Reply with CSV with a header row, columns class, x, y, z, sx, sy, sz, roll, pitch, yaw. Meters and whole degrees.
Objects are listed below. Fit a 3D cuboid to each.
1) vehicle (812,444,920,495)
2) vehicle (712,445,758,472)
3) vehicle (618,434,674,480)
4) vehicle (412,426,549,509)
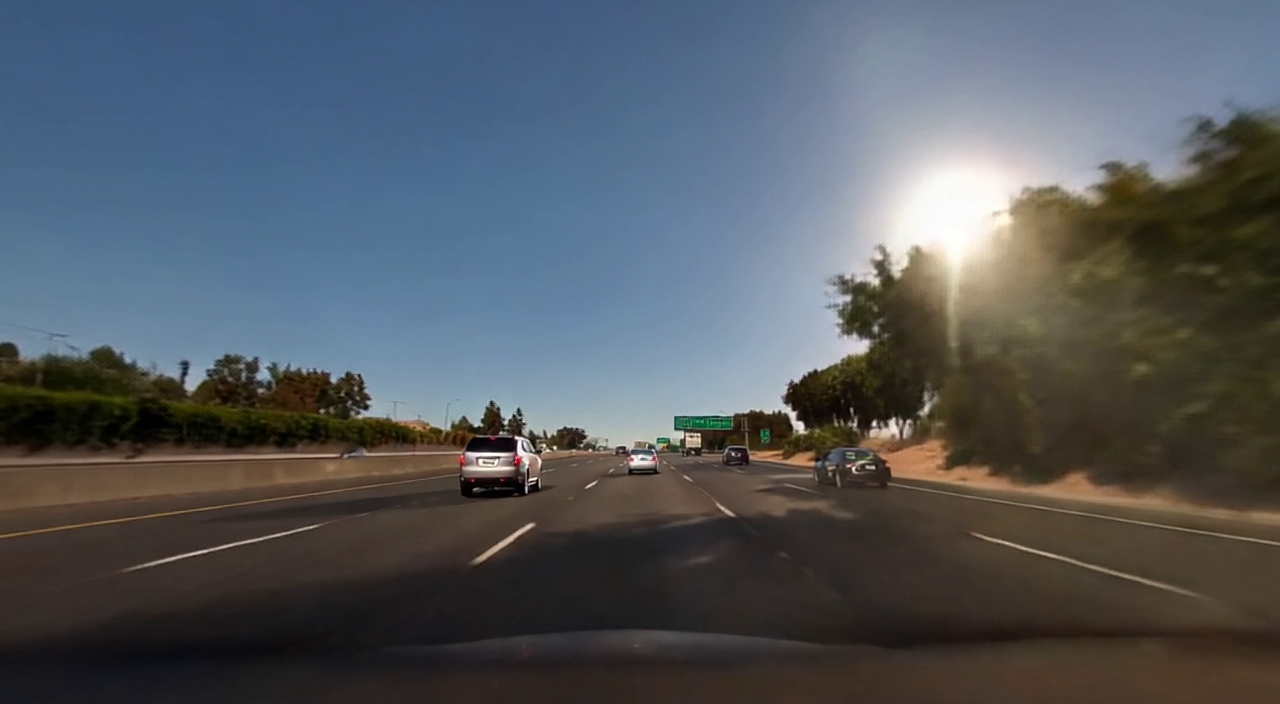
class,x,y,z,sx,sy,sz,roll,pitch,yaw
vehicle,7.185,3.765,20.564,1.936,1.480,4.373,0,-9,0
vehicle,5.503,6.236,37.085,2.005,1.456,4.287,0,-9,0
vehicle,0.289,4.672,28.172,2.270,1.862,4.949,0,-9,1
vehicle,-3.725,2.798,15.644,2.142,1.759,4.297,0,-9,2
